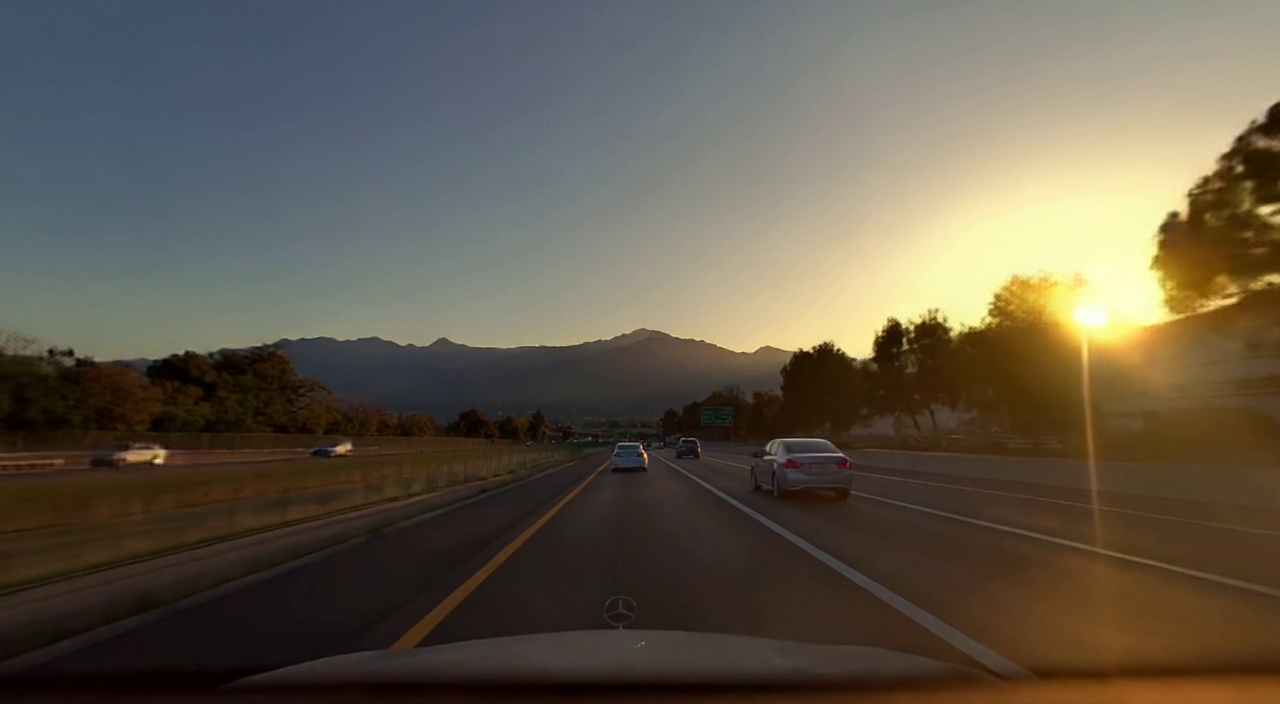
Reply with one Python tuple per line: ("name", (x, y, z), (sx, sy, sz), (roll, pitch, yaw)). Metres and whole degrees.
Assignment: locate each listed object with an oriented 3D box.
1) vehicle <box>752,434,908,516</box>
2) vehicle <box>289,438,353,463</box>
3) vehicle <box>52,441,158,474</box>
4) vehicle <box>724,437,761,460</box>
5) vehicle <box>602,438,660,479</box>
("vehicle", (3.786, 2.524, 13.466), (1.957, 1.447, 4.241), (0, -8, -1))
("vehicle", (-25.026, 7.772, 49.653), (2.089, 1.813, 5.758), (0, -9, 0))
("vehicle", (-31.968, 6.300, 37.849), (2.027, 1.826, 4.921), (0, -8, 0))
("vehicle", (7.611, 7.219, 47.106), (1.996, 1.637, 3.990), (0, -8, -2))
("vehicle", (-0.307, 4.132, 24.649), (2.085, 1.449, 3.860), (0, -8, 0))
